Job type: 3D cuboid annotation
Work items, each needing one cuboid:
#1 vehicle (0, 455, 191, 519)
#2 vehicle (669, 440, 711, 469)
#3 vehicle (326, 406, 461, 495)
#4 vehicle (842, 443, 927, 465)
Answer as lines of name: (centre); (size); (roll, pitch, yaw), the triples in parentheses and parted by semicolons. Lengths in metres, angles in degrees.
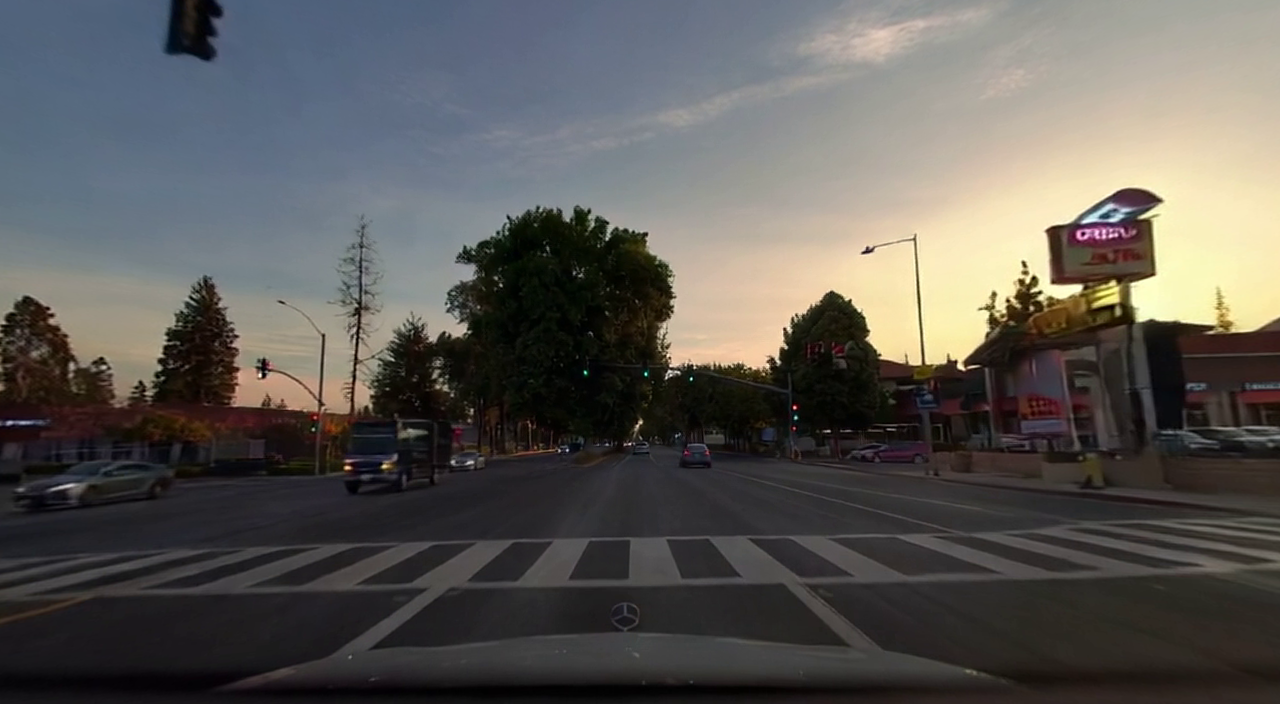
vehicle: (-15.455, 3.731, 17.984); (2.086, 1.483, 4.418); (0, -8, 0)
vehicle: (2.911, 6.124, 37.879); (2.022, 1.643, 4.326); (0, -8, -2)
vehicle: (-8.699, 3.578, 23.187); (2.327, 2.780, 6.498); (0, -8, 0)
vehicle: (16.887, 7.080, 43.860); (4.828, 1.461, 2.495); (0, -8, 0)
